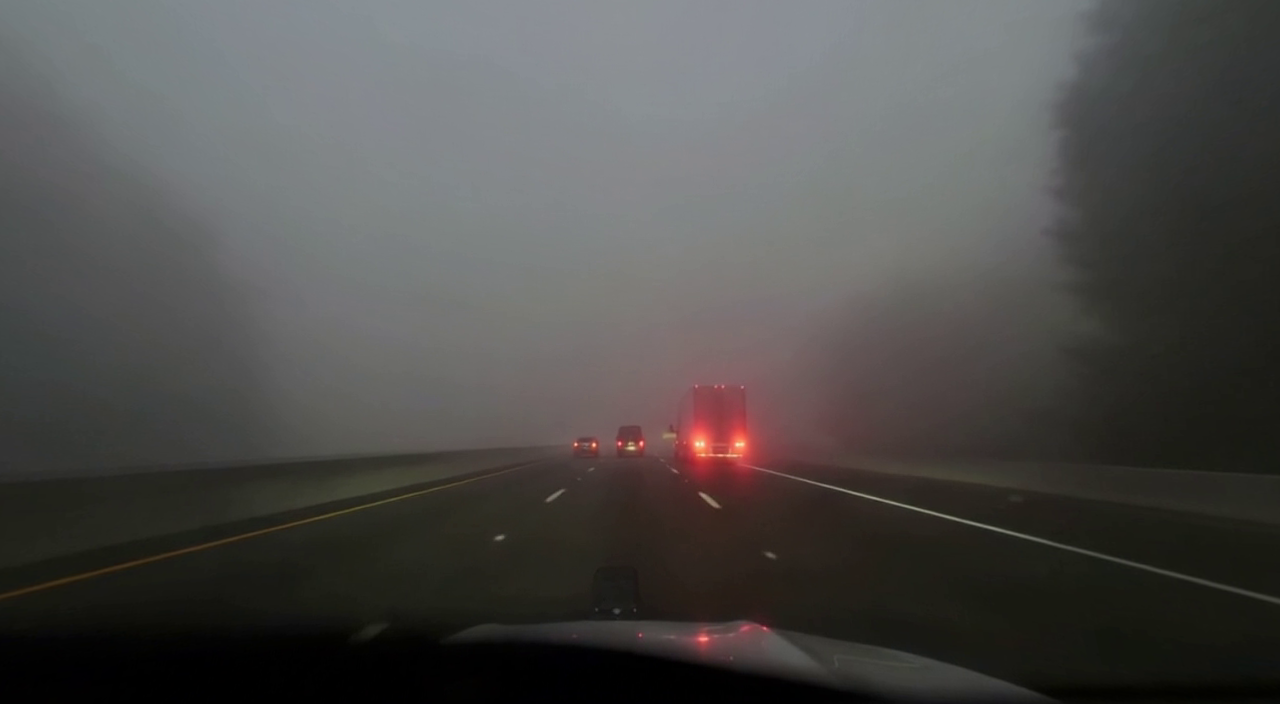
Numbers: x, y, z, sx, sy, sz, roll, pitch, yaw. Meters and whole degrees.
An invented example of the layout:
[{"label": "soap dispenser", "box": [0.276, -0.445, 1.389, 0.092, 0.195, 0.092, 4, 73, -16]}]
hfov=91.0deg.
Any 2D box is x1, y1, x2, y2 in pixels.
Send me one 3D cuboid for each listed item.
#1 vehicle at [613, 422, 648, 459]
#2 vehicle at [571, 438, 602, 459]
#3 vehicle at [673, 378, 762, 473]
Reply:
[{"label": "vehicle", "box": [-0.729, 6.856, 48.577, 2.481, 2.618, 6.314, 0, -8, 0]}, {"label": "vehicle", "box": [-4.157, 7.636, 49.862, 2.111, 1.536, 4.270, 0, -8, 0]}, {"label": "vehicle", "box": [3.576, 3.897, 32.189, 2.997, 3.983, 10.860, 1, -8, -1]}]
